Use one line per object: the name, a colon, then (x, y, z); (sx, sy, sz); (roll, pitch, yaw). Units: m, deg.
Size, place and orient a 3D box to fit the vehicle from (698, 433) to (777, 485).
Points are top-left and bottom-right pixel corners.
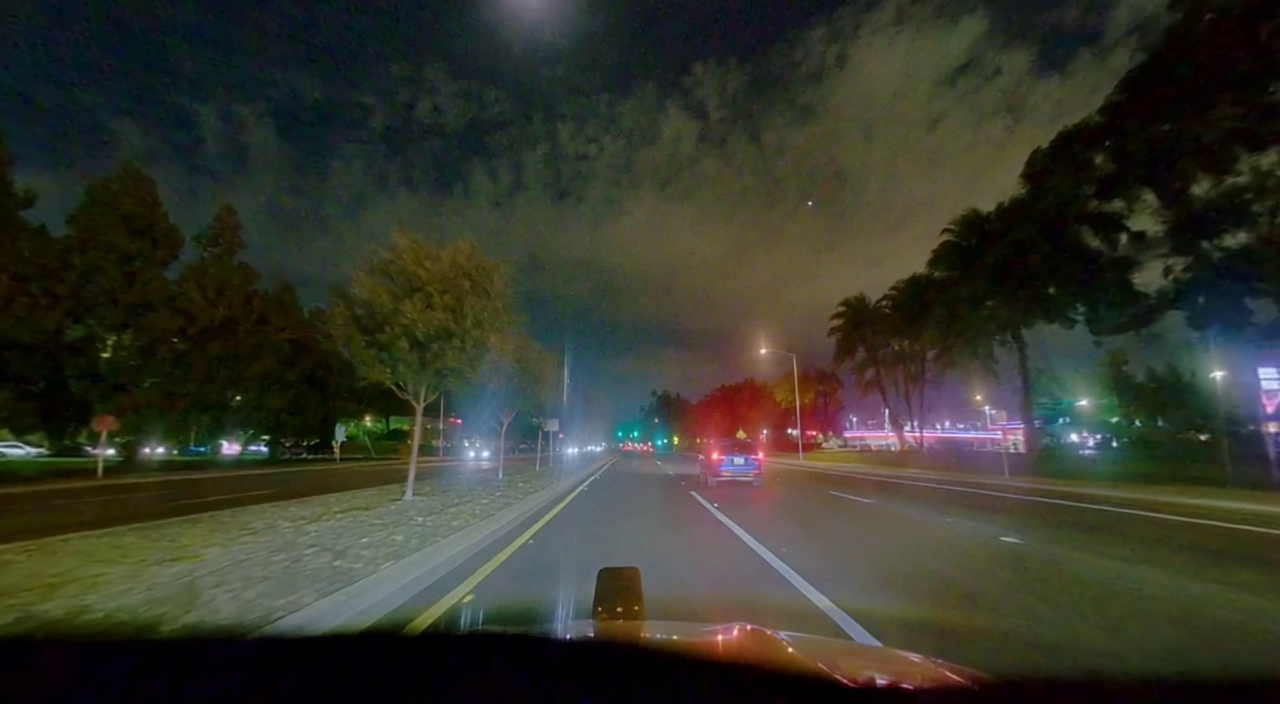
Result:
vehicle: (3.423, 3.837, 22.950); (2.072, 1.696, 4.177); (0, -8, -2)
